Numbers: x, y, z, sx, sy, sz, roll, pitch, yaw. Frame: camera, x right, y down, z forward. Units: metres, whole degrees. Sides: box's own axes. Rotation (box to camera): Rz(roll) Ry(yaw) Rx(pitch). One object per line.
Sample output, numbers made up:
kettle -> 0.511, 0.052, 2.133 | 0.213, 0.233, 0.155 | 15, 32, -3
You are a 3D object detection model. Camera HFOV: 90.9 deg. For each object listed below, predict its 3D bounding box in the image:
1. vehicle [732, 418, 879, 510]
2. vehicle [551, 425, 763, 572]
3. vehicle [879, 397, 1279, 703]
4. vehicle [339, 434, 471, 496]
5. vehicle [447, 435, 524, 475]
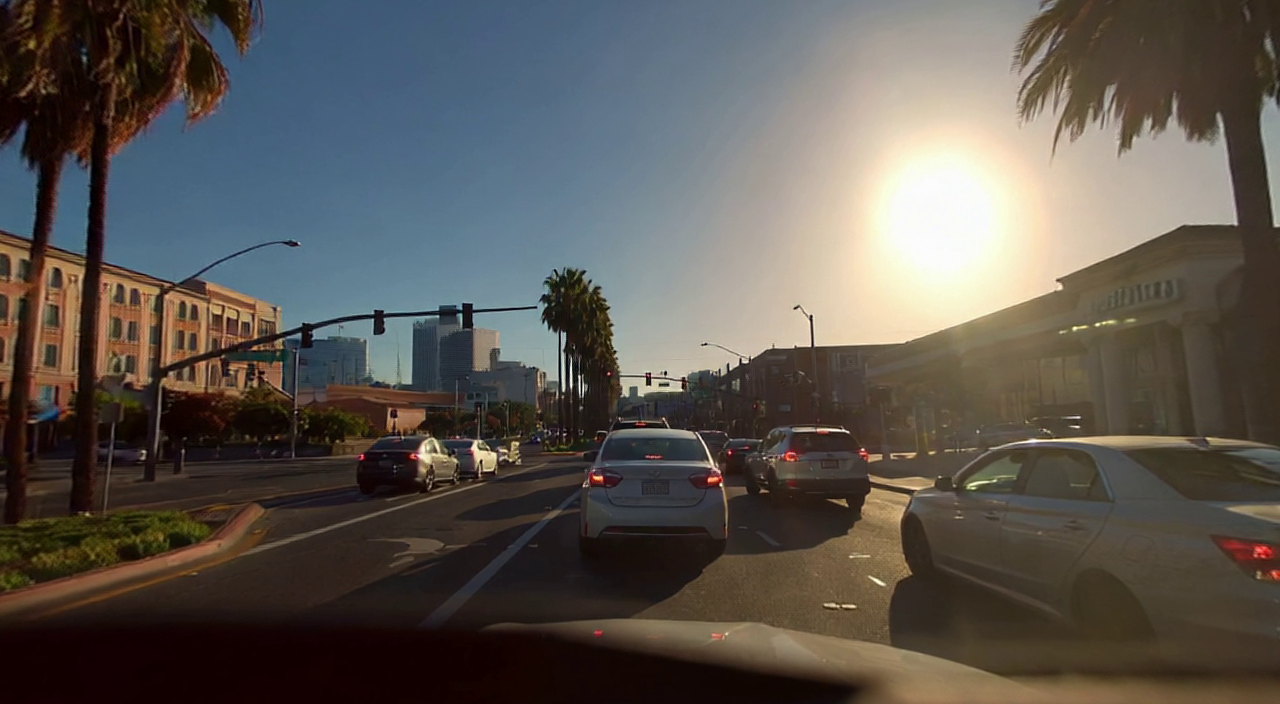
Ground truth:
vehicle -> 3.498, 2.470, 14.315 | 2.169, 1.751, 4.276 | 0, -8, 0
vehicle -> 0.177, 1.786, 8.458 | 2.140, 1.474, 4.026 | 0, -8, 0
vehicle -> 3.541, 1.221, 4.474 | 1.910, 1.490, 4.661 | 0, -8, 1
vehicle -> -6.255, 3.052, 17.376 | 1.900, 1.487, 4.165 | 0, -8, 2
vehicle -> -6.053, 4.100, 25.255 | 1.822, 1.456, 4.396 | -1, -8, 2
